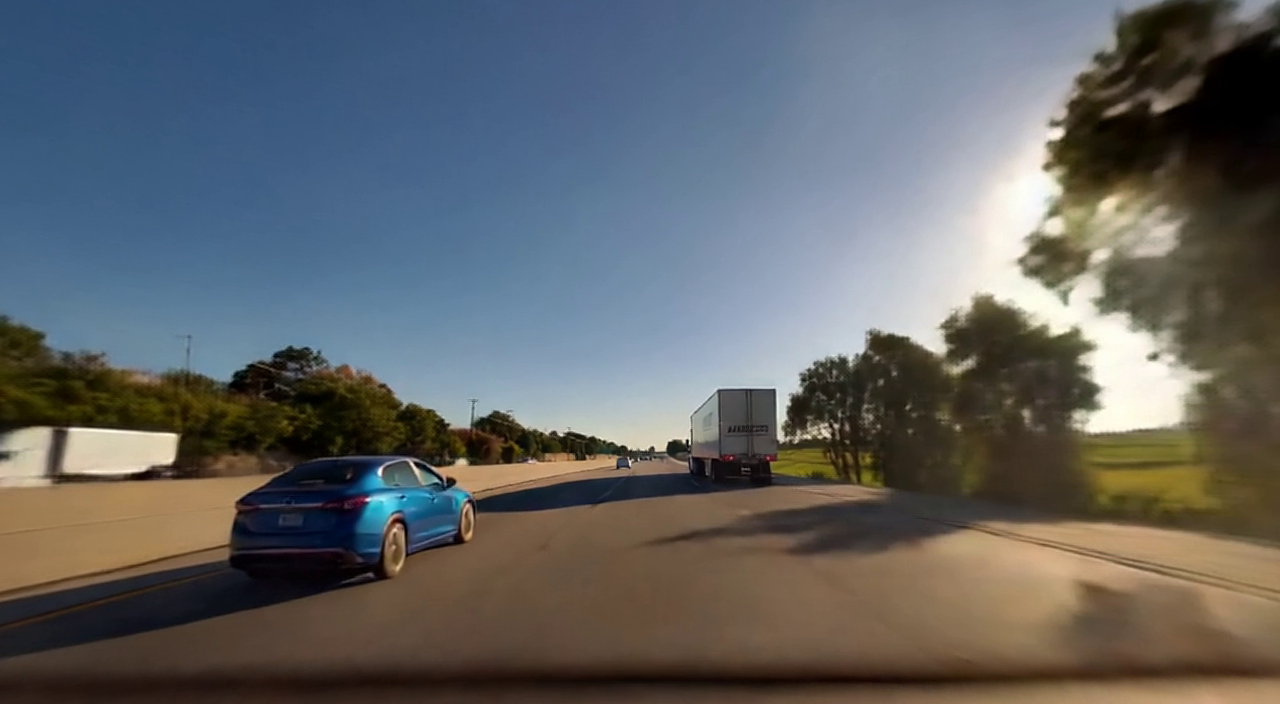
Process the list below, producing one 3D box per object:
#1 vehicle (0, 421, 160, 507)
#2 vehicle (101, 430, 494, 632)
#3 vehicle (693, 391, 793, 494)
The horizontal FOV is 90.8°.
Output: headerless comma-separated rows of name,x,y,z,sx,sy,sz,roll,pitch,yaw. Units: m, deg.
vehicle,-22.193,4.383,24.322,2.480,2.774,6.349,-4,-10,-1
vehicle,-3.155,1.728,7.093,1.945,1.537,4.294,0,-9,1
vehicle,4.592,4.639,31.701,2.832,4.034,13.924,0,-9,1
